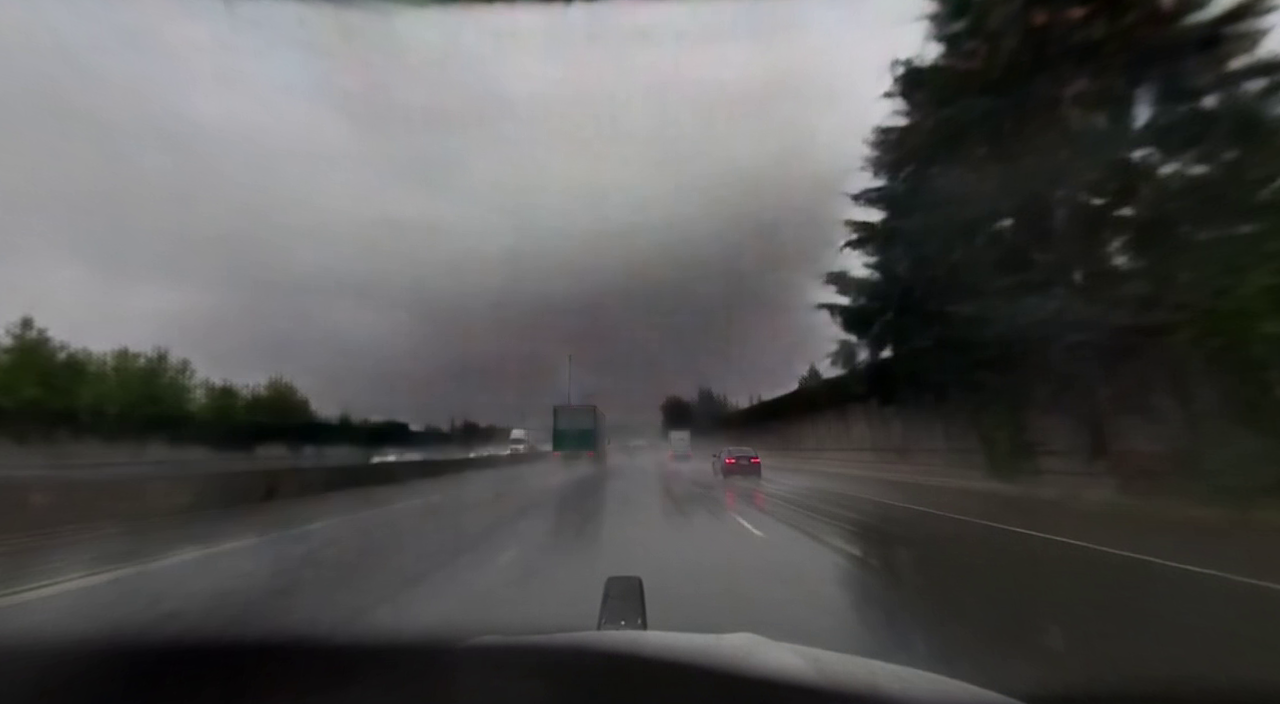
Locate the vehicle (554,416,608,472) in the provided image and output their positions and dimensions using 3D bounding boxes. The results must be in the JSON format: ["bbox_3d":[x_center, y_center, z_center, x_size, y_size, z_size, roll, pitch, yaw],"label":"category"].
[{"bbox_3d":[-3.617,5.898,40.222,2.667,3.195,6.731,0,-9,1],"label":"vehicle"}]

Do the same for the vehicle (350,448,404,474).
[{"bbox_3d":[-19.264,7.983,46.379,1.935,1.800,4.470,0,-9,0],"label":"vehicle"}]

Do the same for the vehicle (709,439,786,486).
[{"bbox_3d":[3.765,3.962,22.827,1.983,1.545,4.038,0,-9,-1],"label":"vehicle"}]
